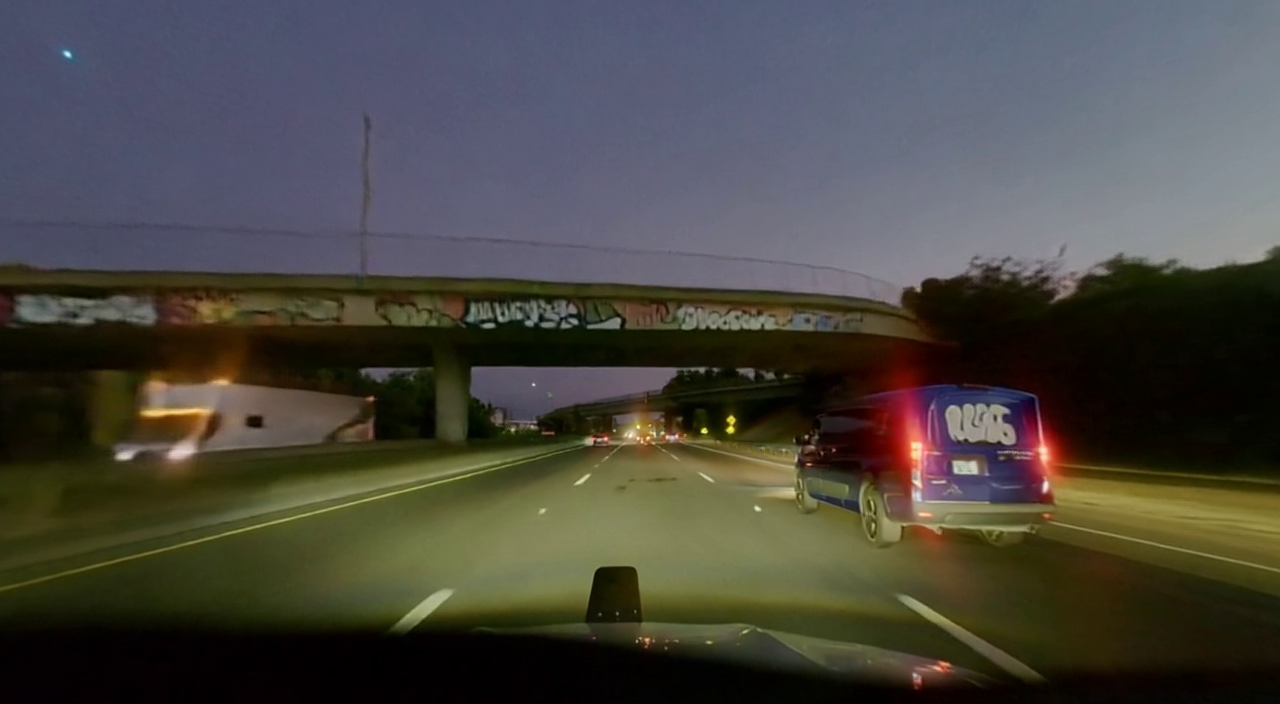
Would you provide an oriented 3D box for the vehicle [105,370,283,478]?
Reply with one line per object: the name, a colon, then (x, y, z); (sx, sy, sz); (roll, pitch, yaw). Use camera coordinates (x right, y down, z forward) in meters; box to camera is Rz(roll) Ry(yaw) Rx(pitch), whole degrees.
vehicle: (-17.908, 3.005, 25.918); (2.916, 3.893, 5.850); (0, -8, -1)
